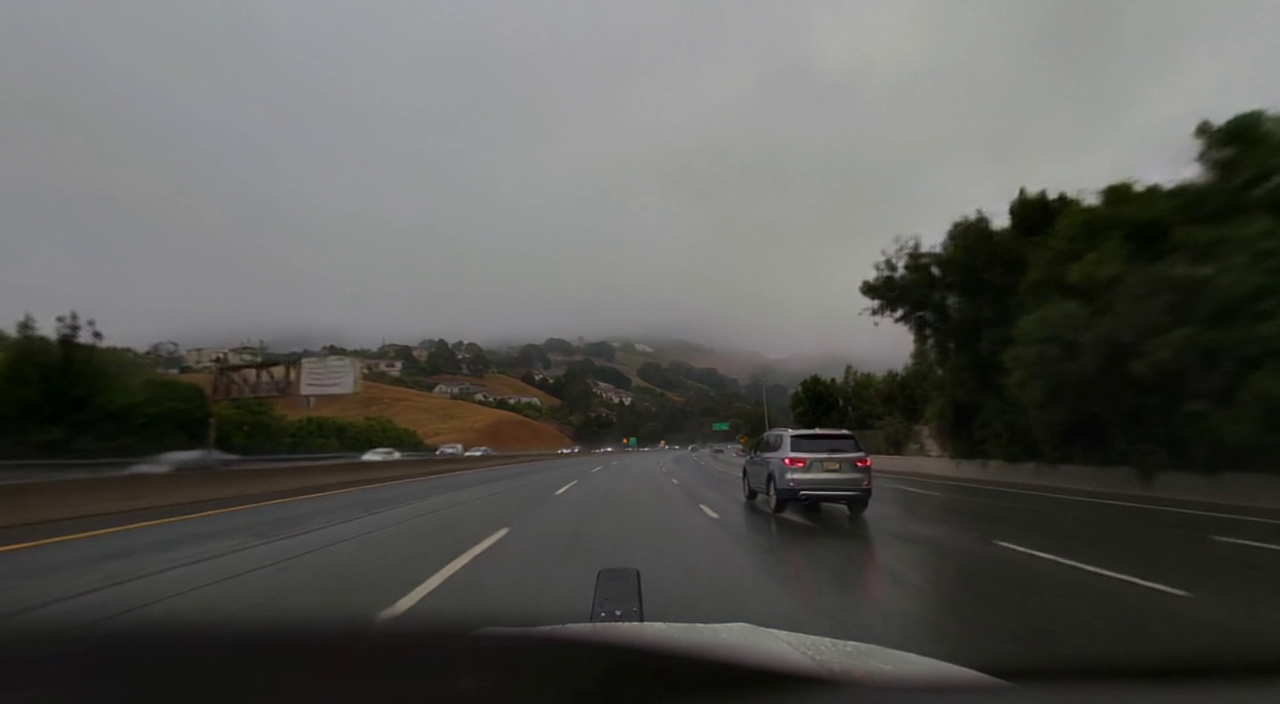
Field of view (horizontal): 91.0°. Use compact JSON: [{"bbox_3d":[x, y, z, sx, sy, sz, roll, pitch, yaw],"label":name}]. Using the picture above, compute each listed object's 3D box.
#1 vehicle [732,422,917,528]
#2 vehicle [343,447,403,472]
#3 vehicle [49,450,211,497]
[{"bbox_3d":[3.450,2.426,12.970,2.318,1.766,4.587,0,-9,-1],"label":"vehicle"},{"bbox_3d":[-18.476,7.419,43.749,2.050,1.657,4.649,0,-9,1],"label":"vehicle"},{"bbox_3d":[-18.295,4.343,22.950,1.889,1.508,4.696,0,-9,1],"label":"vehicle"}]
